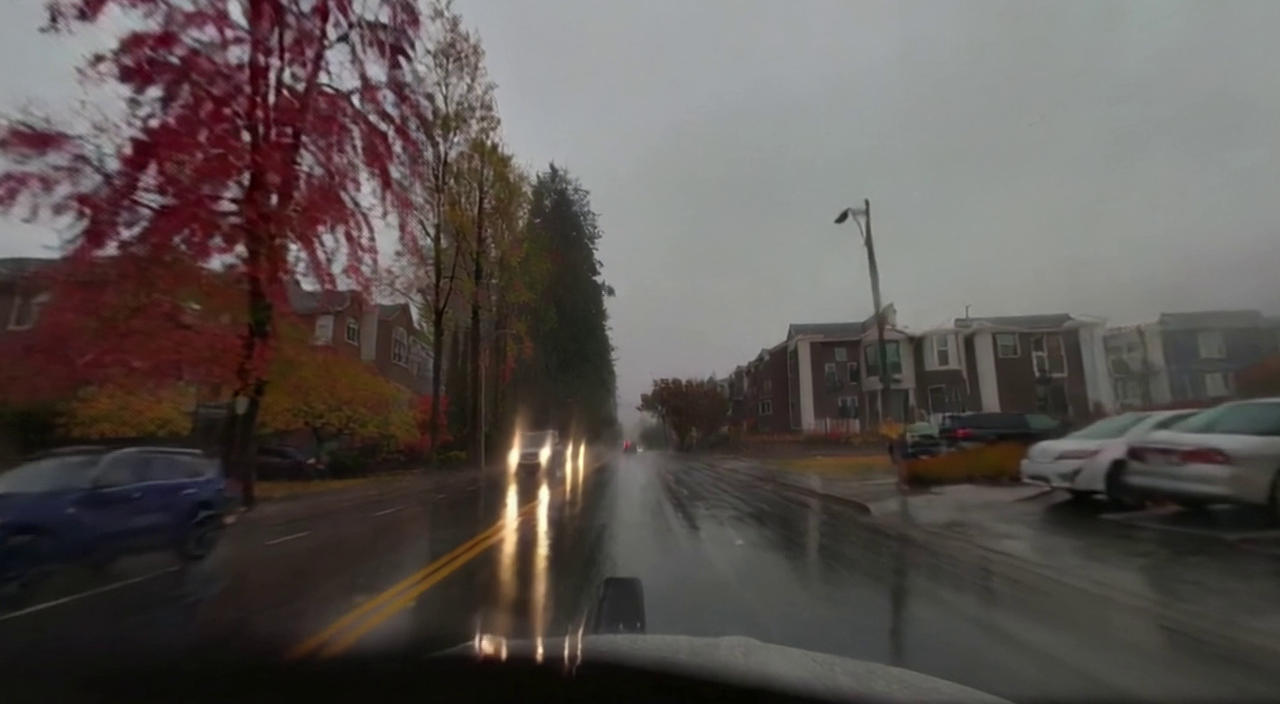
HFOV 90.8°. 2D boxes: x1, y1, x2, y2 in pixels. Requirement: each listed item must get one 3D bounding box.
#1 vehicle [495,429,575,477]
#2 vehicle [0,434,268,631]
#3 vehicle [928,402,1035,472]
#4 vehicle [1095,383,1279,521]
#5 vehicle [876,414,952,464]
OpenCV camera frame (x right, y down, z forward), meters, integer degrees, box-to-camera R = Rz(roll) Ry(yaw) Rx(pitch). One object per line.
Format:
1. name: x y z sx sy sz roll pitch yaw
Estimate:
1. vehicle: -4.054 4.015 25.284 2.356 1.702 4.700 0 -9 0
2. vehicle: -5.879 1.561 6.180 1.968 1.483 4.279 0 -8 -2
3. vehicle: 9.452 2.455 17.925 2.051 1.687 4.858 -4 -9 22
4. vehicle: 9.285 1.252 8.595 4.385 1.612 2.070 -4 -9 5
5. vehicle: 11.731 3.815 27.430 2.028 1.935 5.021 -2 -9 13
